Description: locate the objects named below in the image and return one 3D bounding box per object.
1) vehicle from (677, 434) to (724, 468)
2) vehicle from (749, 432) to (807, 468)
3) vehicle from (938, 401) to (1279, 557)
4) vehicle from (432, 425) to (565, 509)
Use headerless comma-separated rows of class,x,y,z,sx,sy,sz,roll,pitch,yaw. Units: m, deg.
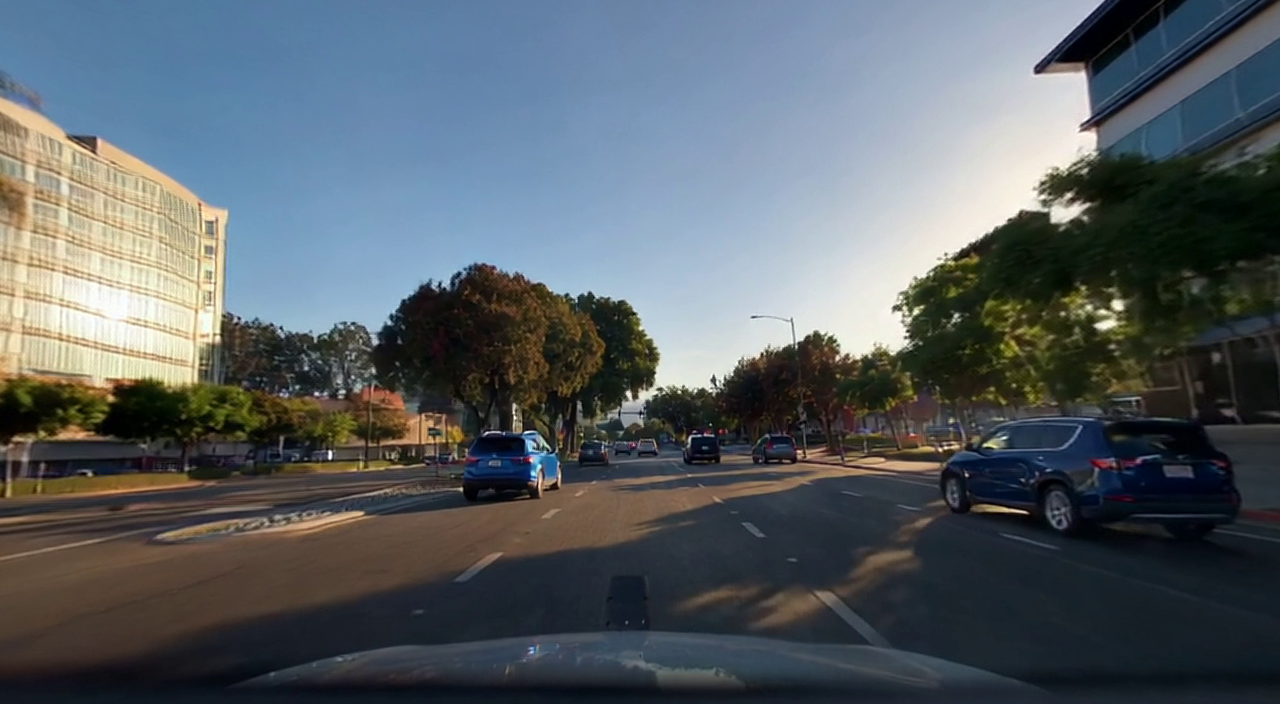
vehicle,3.395,5.673,36.255,2.178,1.804,4.766,0,-9,0
vehicle,7.421,5.312,34.256,2.076,1.793,4.464,0,-9,-1
vehicle,6.432,1.717,9.135,2.088,1.666,4.512,-1,-9,1
vehicle,-3.200,2.721,15.309,2.141,1.719,4.379,-1,-9,1
